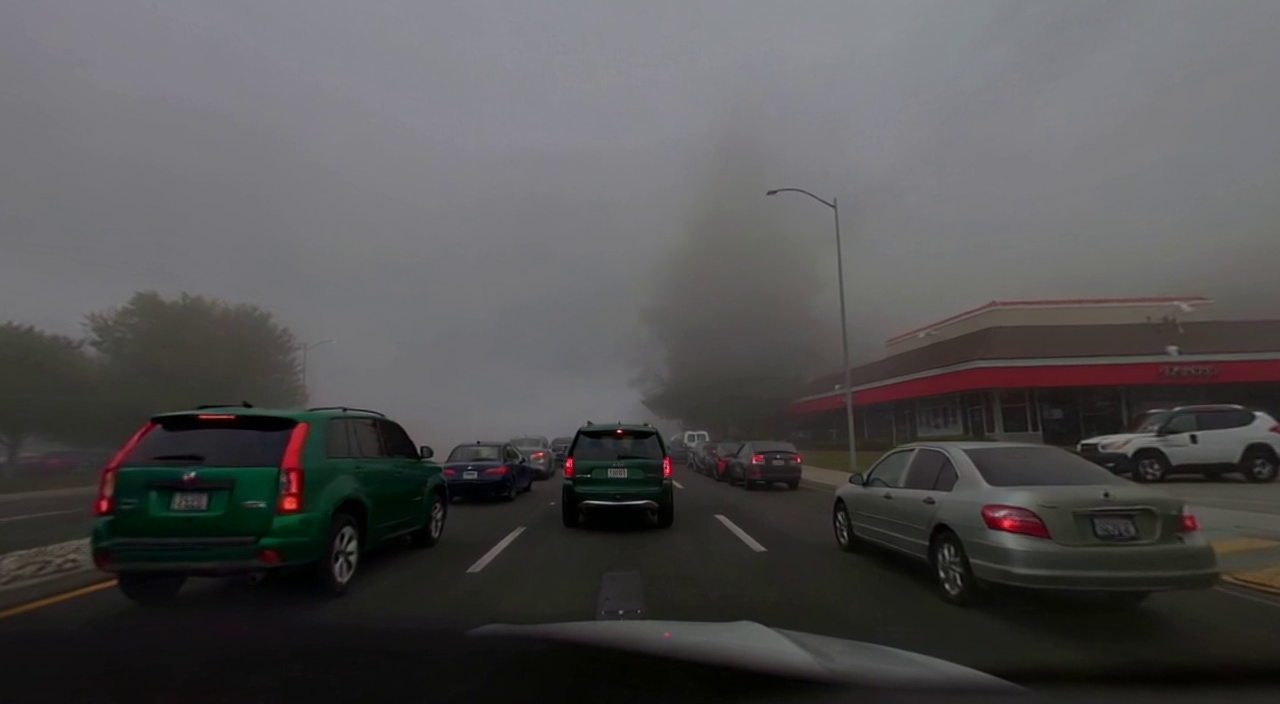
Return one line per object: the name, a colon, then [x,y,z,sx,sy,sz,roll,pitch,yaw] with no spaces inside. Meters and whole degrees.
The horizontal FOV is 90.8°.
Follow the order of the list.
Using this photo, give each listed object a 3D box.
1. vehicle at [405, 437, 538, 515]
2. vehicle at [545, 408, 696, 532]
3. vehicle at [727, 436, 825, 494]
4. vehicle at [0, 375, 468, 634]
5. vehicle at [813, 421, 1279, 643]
vehicle: [-3.560,2.685,14.187,1.849,1.451,4.218,0,-9,-1]
vehicle: [-0.327,2.079,11.579,2.238,1.825,4.190,0,-9,-1]
vehicle: [3.889,3.304,18.859,1.875,1.521,4.192,0,-9,-1]
vehicle: [-3.628,1.427,6.857,2.231,1.853,4.461,0,-9,0]
vehicle: [3.384,1.539,6.485,1.900,1.477,4.352,0,-9,-1]
